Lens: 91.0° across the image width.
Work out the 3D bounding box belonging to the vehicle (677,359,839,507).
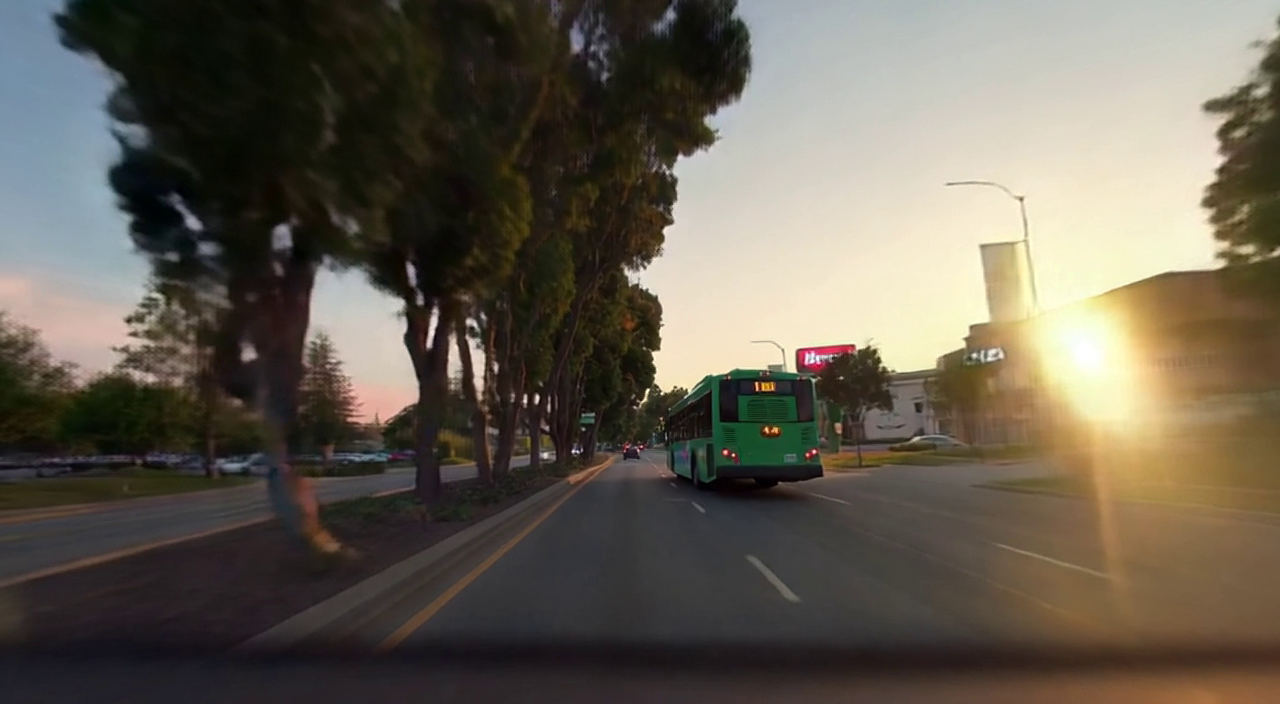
[{"bbox_3d":[2.907,2.478,18.808,2.766,3.306,9.281,0,-8,-2],"label":"vehicle"}]
